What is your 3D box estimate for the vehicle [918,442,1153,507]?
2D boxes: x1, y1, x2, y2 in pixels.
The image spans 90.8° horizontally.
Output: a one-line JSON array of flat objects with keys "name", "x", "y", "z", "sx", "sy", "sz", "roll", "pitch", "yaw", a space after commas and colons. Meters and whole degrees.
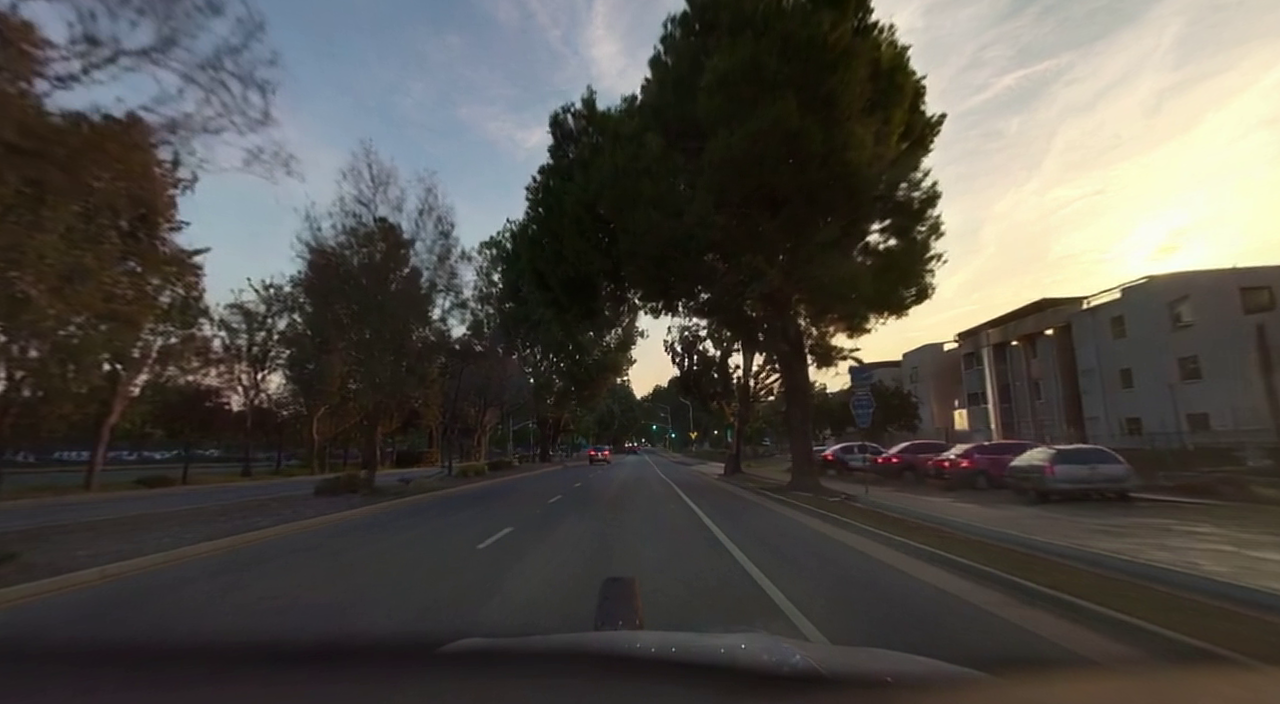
[{"name": "vehicle", "x": 9.637, "y": 2.972, "z": 15.658, "sx": 4.466, "sy": 1.440, "sz": 2.091, "roll": 0, "pitch": -9, "yaw": -5}]
